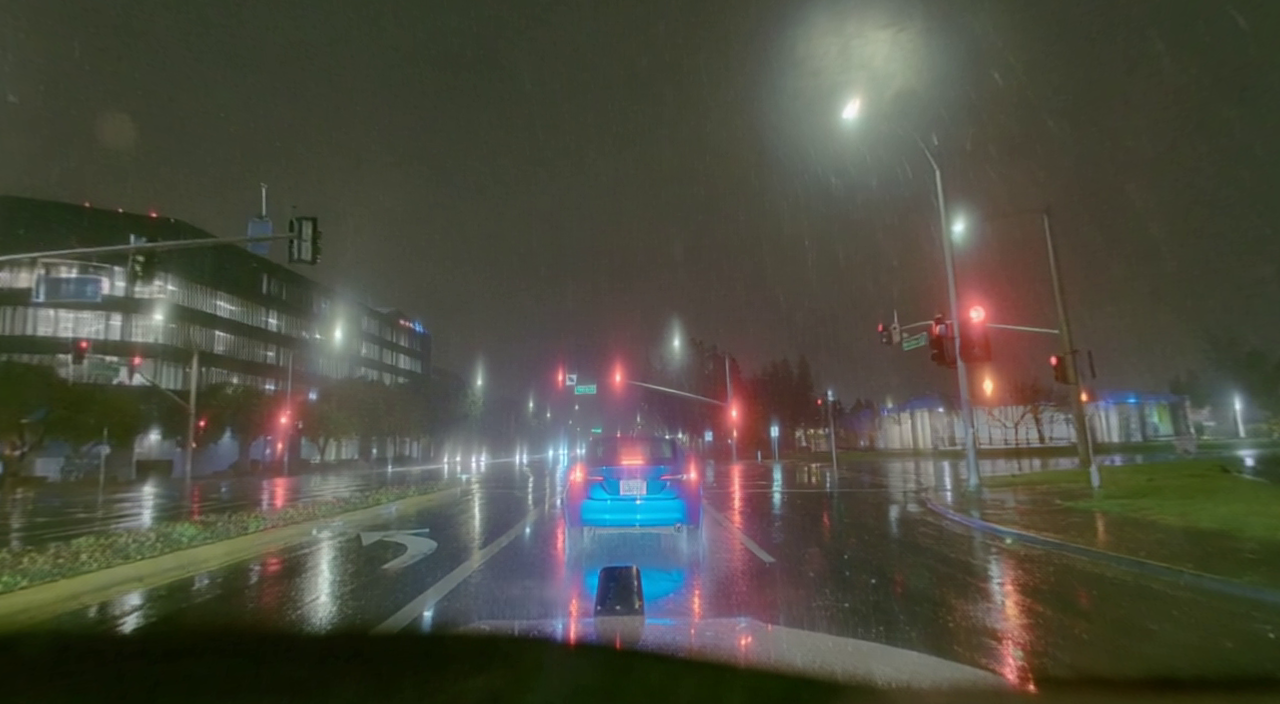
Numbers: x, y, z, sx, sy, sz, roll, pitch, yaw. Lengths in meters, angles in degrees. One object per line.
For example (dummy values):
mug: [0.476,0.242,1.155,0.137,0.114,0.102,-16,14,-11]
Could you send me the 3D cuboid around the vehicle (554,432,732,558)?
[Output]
vehicle: [0.002,1.996,9.520,2.107,1.470,3.974,0,-9,-1]
